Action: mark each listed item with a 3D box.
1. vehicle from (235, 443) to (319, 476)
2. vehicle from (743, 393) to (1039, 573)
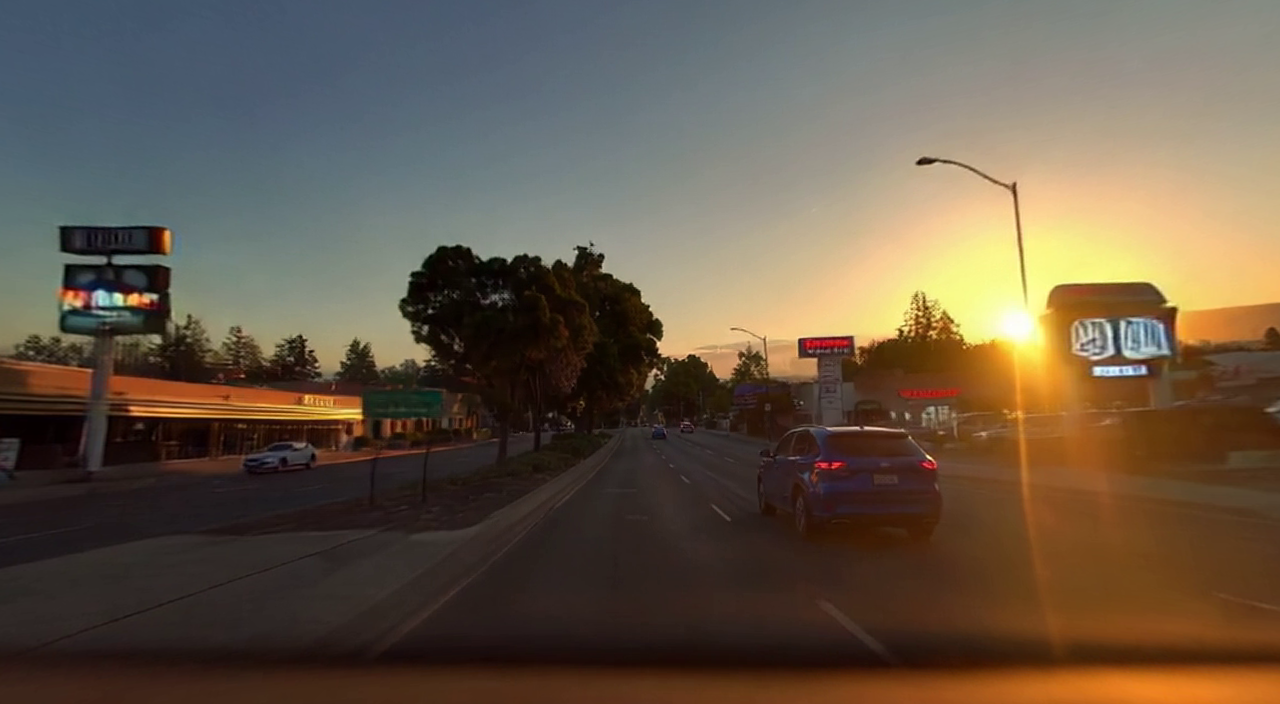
[{"bbox_3d":[-19.409,5.729,34.021,1.988,1.634,4.301,0,-9,-1],"label":"vehicle"},{"bbox_3d":[2.898,1.659,8.706,2.130,1.790,4.615,0,-9,0],"label":"vehicle"}]
